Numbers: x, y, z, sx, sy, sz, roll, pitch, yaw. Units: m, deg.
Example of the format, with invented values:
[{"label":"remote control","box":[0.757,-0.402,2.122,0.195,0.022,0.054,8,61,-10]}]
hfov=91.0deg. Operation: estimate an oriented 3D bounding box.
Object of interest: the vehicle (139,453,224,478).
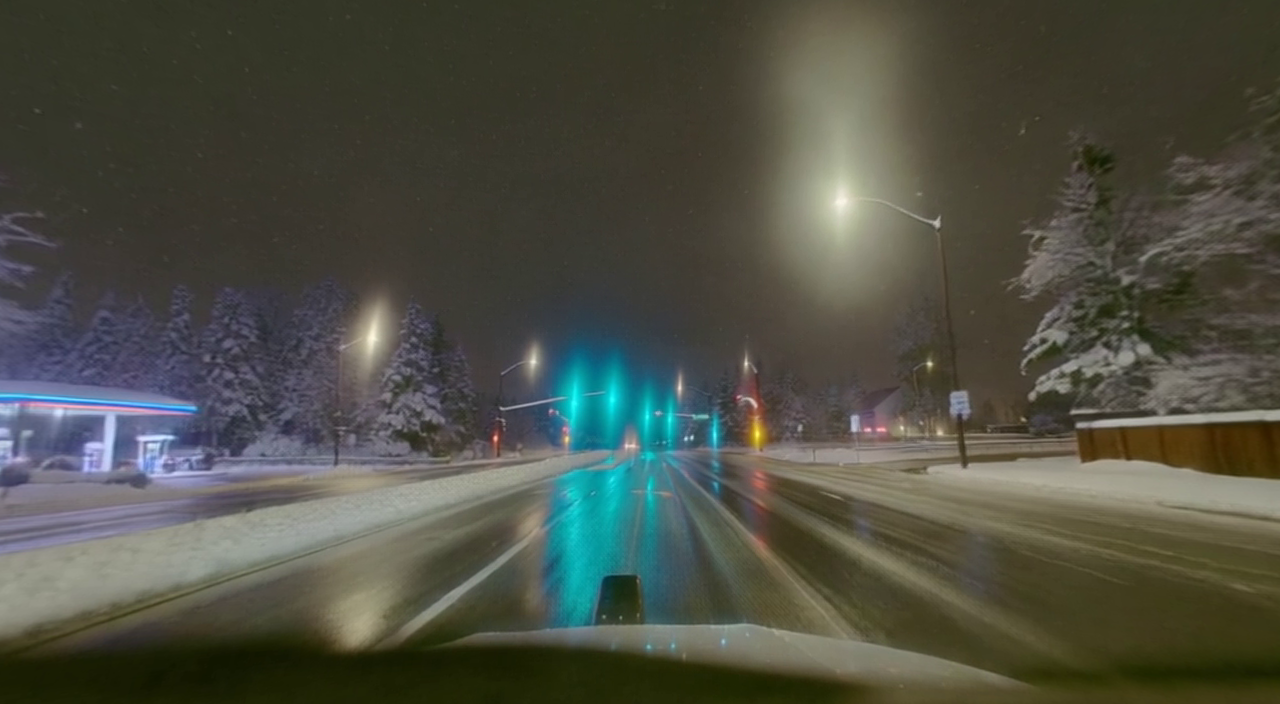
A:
[{"label":"vehicle","box":[-33.668,8.325,46.347,1.992,1.721,4.570,-7,-11,40]}]
